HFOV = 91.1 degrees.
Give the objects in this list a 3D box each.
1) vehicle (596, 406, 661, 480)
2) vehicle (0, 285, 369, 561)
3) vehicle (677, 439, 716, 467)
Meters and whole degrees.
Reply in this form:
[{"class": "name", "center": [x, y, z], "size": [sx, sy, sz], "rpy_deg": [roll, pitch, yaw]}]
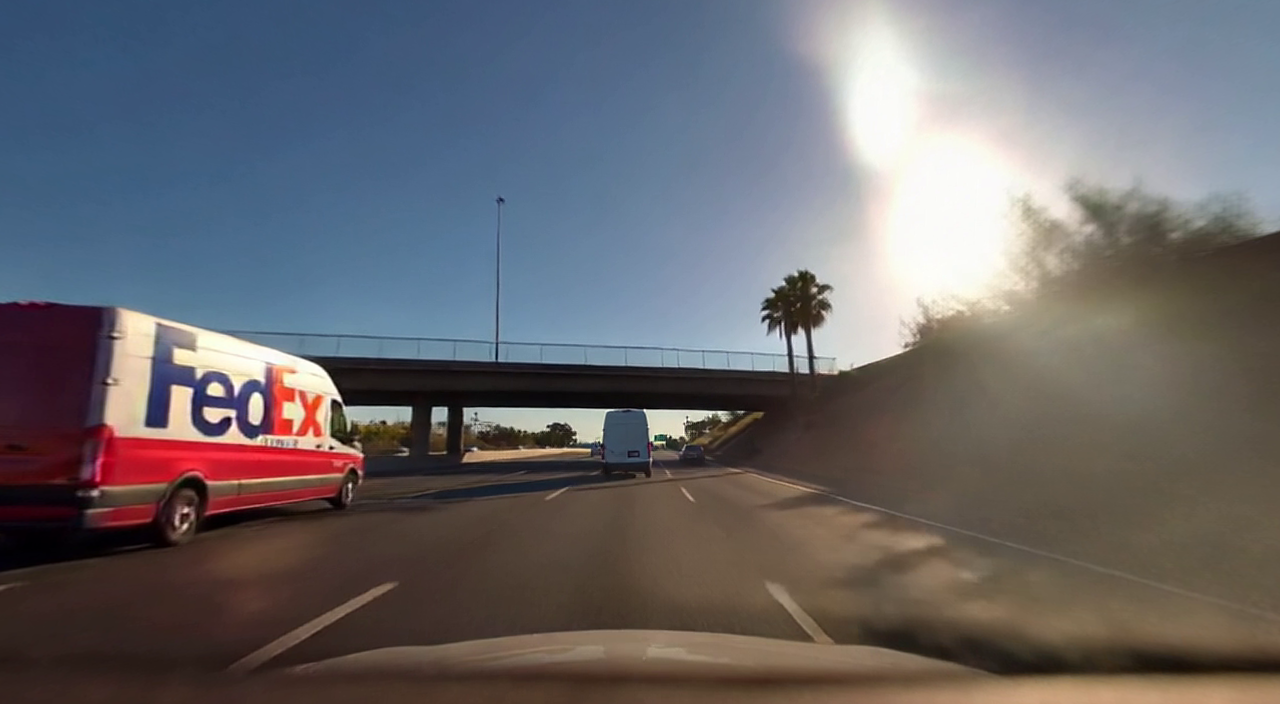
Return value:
[{"class": "vehicle", "center": [-0.382, 3.886, 26.724], "size": [2.476, 2.776, 5.598], "rpy_deg": [0, -8, 1]}, {"class": "vehicle", "center": [-7.703, 1.345, 10.814], "size": [2.965, 3.178, 7.188], "rpy_deg": [-1, -9, -1]}, {"class": "vehicle", "center": [3.456, 6.298, 39.195], "size": [1.987, 1.648, 3.984], "rpy_deg": [0, -8, -1]}]
